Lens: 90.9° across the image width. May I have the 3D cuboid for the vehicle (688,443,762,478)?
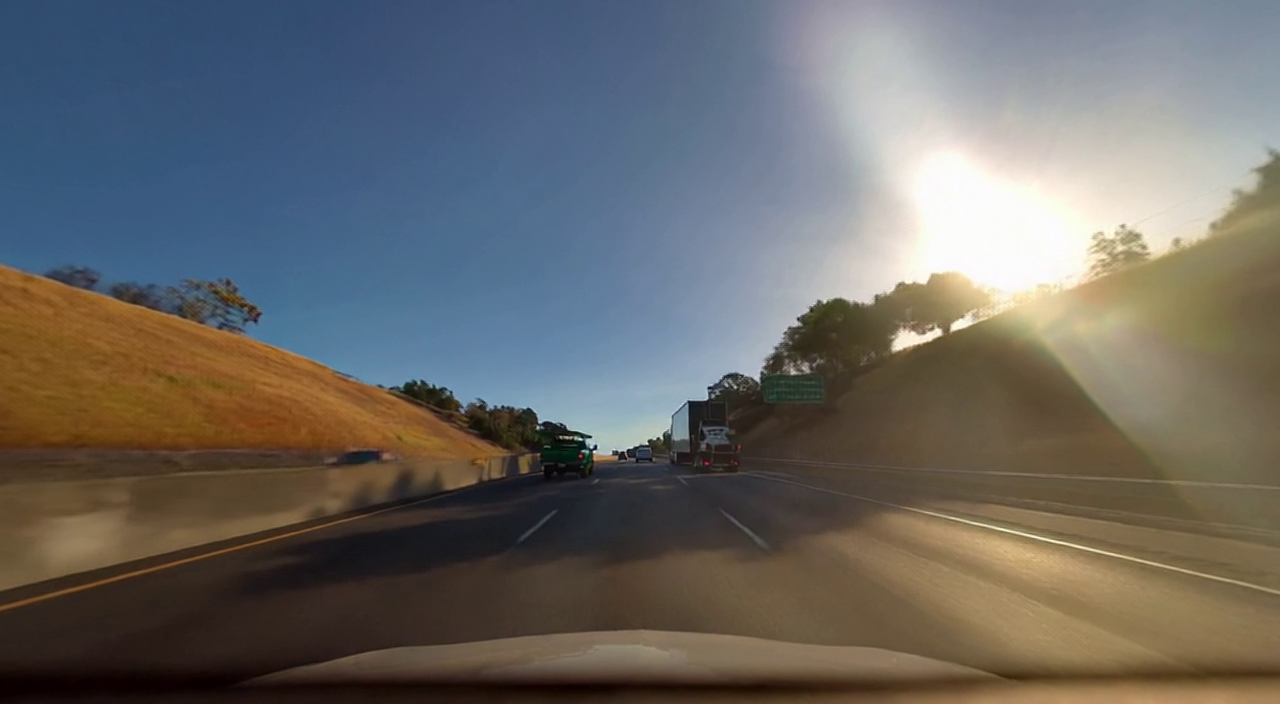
[{"bbox_3d":[4.228,5.679,33.481,2.654,1.574,9.537,0,-9,0],"label":"vehicle"}]

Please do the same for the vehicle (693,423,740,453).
[{"bbox_3d":[4.121,4.759,34.682,1.968,1.547,4.215,0,-9,-1],"label":"vehicle"}]

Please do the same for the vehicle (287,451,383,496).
[{"bbox_3d":[-12.471,4.939,26.079,1.738,1.676,4.144,0,-9,2],"label":"vehicle"}]

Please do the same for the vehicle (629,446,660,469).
[{"bbox_3d":[0.288,7.422,44.311,2.086,1.497,3.681,0,-9,0],"label":"vehicle"}]

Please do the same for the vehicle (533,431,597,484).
[{"bbox_3d":[-3.097,4.515,27.094,2.142,2.044,4.446,0,-9,1],"label":"vehicle"}]
